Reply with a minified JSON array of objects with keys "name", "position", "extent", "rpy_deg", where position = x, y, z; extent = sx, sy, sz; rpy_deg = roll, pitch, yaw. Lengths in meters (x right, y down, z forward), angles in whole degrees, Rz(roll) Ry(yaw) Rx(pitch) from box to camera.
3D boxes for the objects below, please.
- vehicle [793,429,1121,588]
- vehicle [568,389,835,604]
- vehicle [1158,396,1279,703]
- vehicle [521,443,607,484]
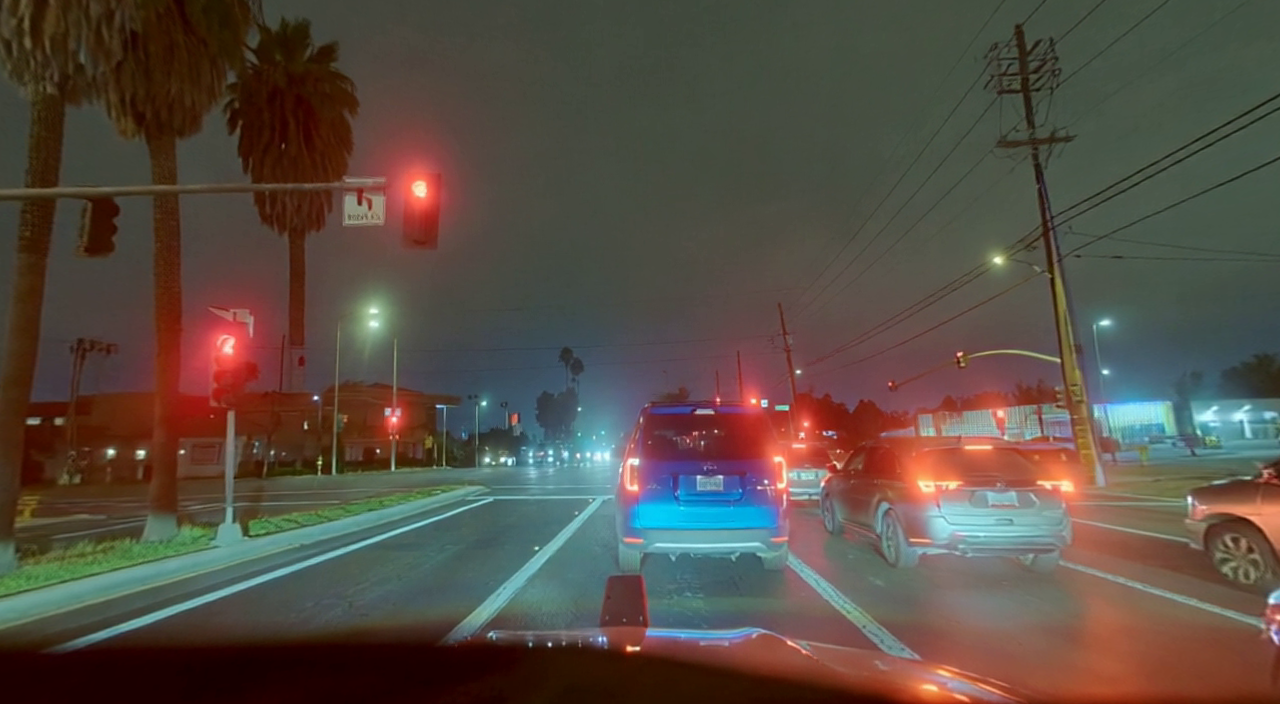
[{"name":"vehicle","position":[3.465,1.775,8.026],"extent":[1.895,1.456,4.255],"rpy_deg":[0,-9,-1]},{"name":"vehicle","position":[0.446,1.525,7.471],"extent":[2.228,1.780,4.269],"rpy_deg":[0,-9,-2]},{"name":"vehicle","position":[3.353,0.663,0.743],"extent":[1.805,1.485,4.348],"rpy_deg":[0,-9,1]},{"name":"vehicle","position":[-3.410,4.841,27.689],"extent":[1.964,1.628,4.415],"rpy_deg":[6,-10,-33]}]
